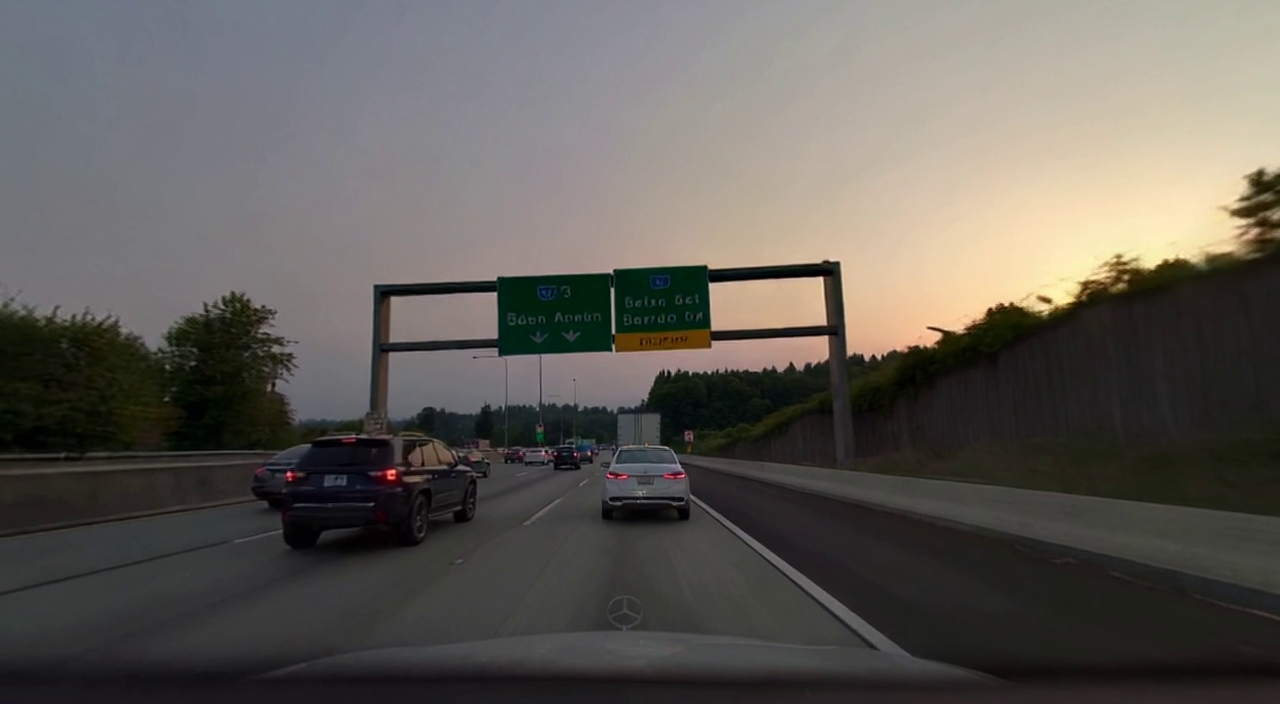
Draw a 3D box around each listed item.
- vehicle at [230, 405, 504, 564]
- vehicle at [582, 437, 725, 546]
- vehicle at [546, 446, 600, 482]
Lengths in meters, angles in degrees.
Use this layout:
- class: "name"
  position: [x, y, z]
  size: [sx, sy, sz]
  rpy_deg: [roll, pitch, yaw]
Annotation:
- class: "vehicle"
  position: [-3.689, 1.917, 9.753]
  size: [2.051, 1.829, 4.736]
  rpy_deg: [0, -9, 1]
- class: "vehicle"
  position: [0.177, 2.233, 10.595]
  size: [1.995, 1.495, 3.380]
  rpy_deg: [0, -9, 0]
- class: "vehicle"
  position: [-2.867, 4.930, 27.882]
  size: [1.998, 1.466, 3.684]
  rpy_deg: [0, -9, 0]
